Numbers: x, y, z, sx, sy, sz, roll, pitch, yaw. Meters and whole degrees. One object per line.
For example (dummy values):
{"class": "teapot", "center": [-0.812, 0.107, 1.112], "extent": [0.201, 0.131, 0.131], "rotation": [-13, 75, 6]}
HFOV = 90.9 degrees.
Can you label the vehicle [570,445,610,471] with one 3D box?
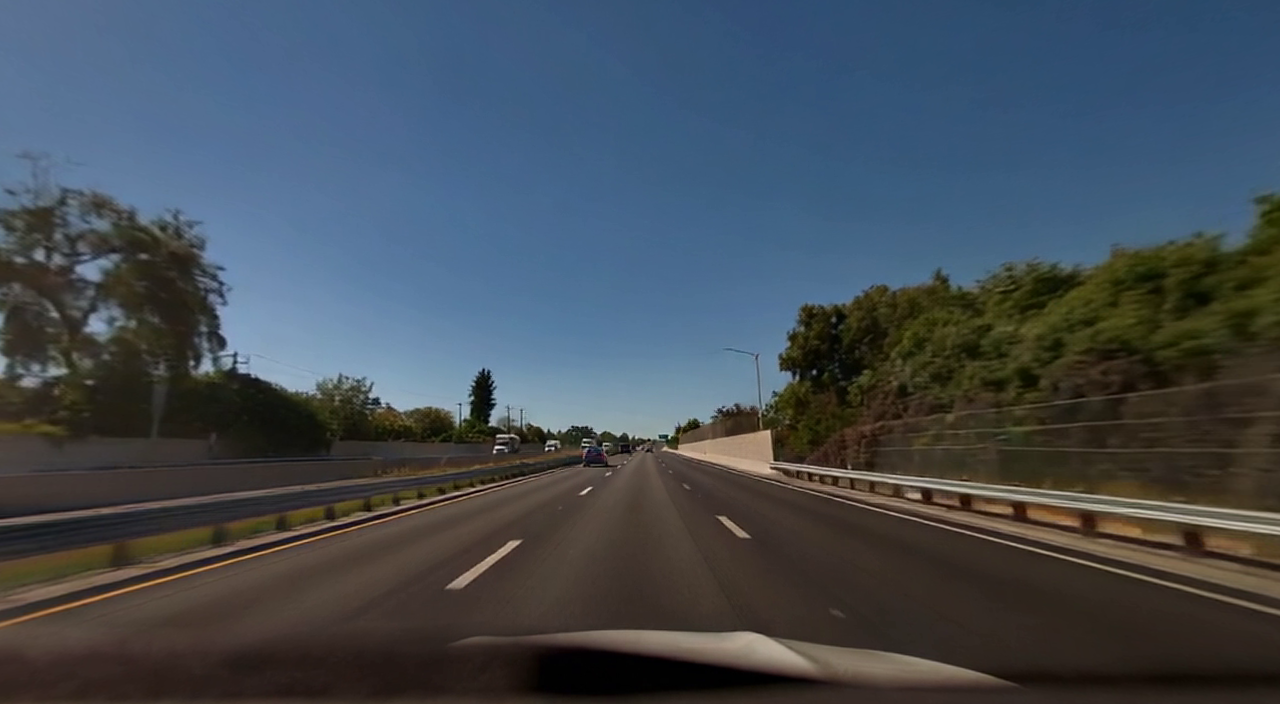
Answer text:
{"class": "vehicle", "center": [-2.935, 6.364, 37.946], "extent": [1.991, 1.473, 4.707], "rotation": [0, -9, 0]}
